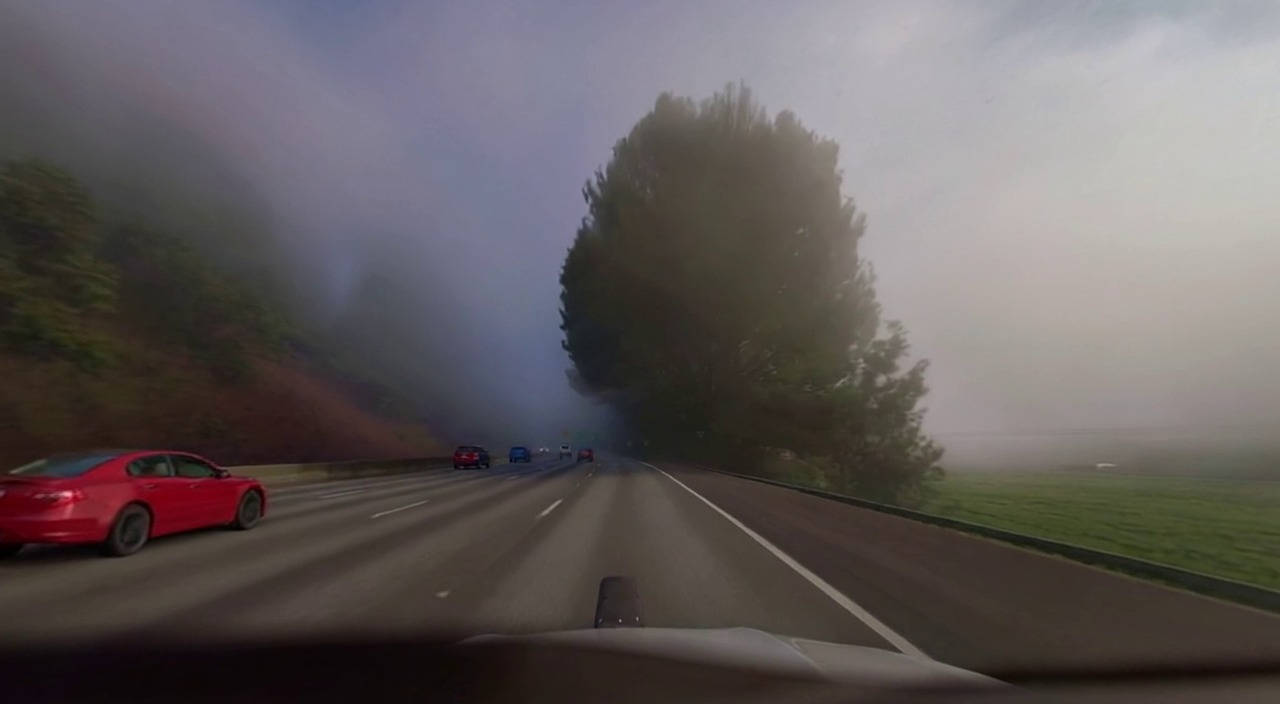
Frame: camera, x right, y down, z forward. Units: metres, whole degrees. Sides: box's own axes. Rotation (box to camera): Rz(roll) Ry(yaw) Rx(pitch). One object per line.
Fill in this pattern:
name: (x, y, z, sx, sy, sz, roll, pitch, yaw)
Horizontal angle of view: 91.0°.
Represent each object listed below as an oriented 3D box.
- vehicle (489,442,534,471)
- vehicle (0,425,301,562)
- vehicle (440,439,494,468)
vehicle: (-8.075, 6.575, 39.851, 2.060, 1.680, 4.255, 0, -9, -2)
vehicle: (-7.703, 2.038, 9.867, 2.133, 1.586, 4.869, 0, -9, -1)
vehicle: (-12.377, 7.302, 45.467, 2.425, 1.926, 5.584, 0, -9, -2)
